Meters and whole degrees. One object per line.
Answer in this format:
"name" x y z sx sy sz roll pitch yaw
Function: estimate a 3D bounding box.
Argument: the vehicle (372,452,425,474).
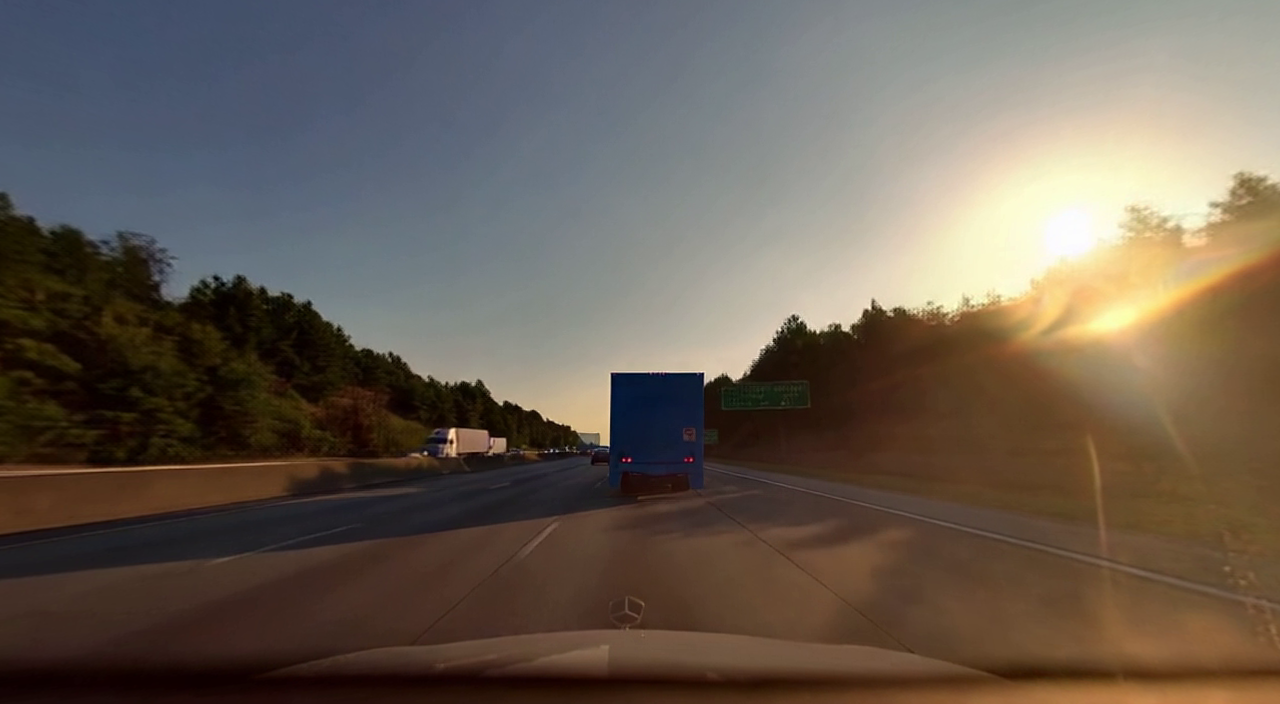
"vehicle" -16.677 7.647 43.733 1.901 1.420 4.320 0 -9 0

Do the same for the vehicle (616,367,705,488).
"vehicle" 0.639 3.241 25.765 2.898 3.973 10.063 0 -9 0
